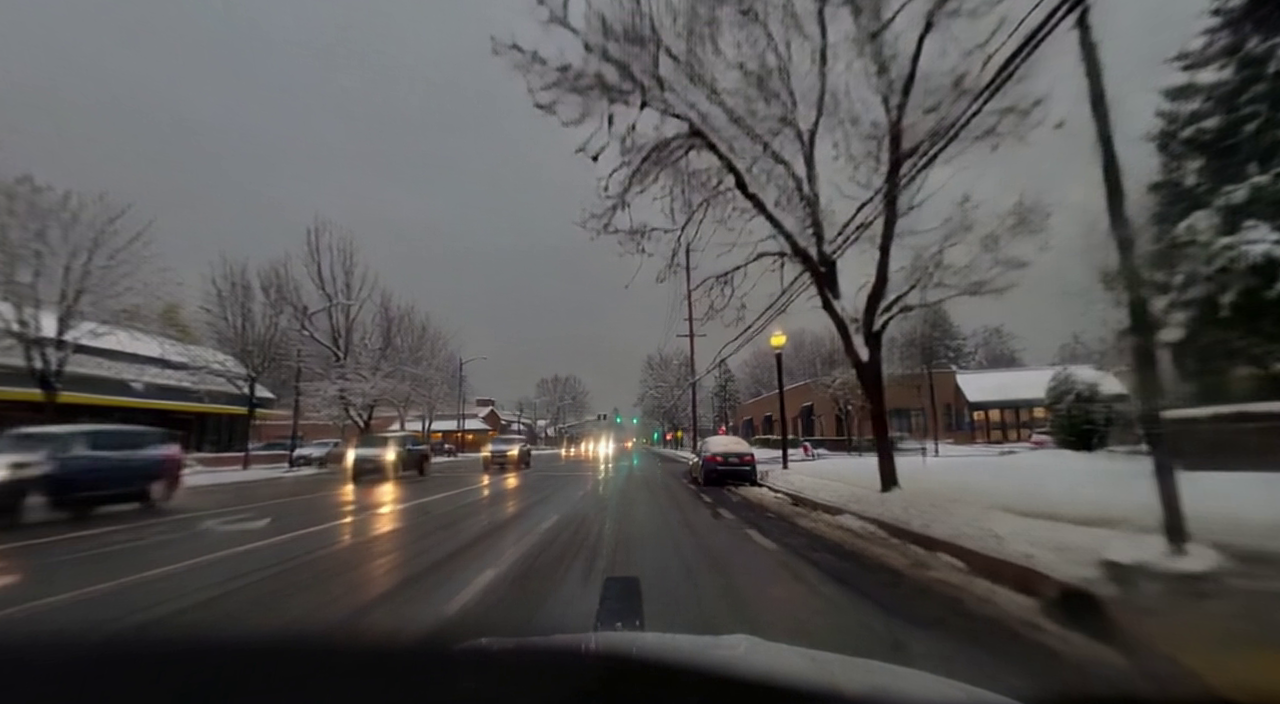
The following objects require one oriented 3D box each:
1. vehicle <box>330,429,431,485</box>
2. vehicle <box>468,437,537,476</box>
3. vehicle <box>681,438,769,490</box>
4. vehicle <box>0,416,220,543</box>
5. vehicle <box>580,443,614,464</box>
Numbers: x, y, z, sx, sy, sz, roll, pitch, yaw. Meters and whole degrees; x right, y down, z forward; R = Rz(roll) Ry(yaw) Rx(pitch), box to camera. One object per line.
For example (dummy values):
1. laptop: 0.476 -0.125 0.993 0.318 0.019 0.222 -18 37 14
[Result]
1. vehicle: -10.356 4.228 25.698 2.088 2.031 4.616 0 -8 1
2. vehicle: -6.800 5.233 31.913 2.371 1.800 4.987 0 -8 0
3. vehicle: 2.646 3.620 20.799 2.034 1.491 4.618 0 -8 -3
4. vehicle: -10.266 2.153 11.245 2.116 1.817 4.964 0 -8 0
5. vehicle: -3.044 7.331 45.829 2.122 1.469 4.388 0 -8 1
